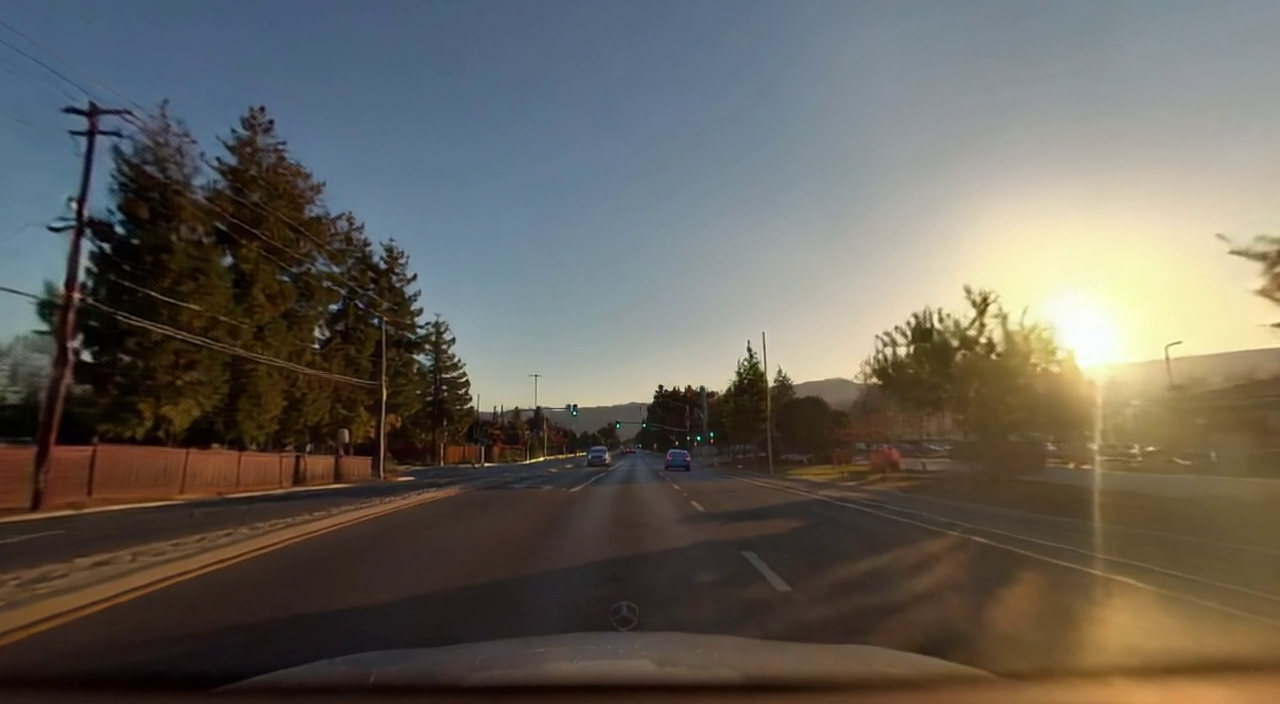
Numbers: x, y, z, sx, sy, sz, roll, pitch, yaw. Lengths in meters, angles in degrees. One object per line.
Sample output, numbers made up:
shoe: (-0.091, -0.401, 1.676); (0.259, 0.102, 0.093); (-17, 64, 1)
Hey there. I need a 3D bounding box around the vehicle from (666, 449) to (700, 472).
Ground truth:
vehicle: (2.965, 7.590, 44.322); (2.105, 1.490, 4.008); (0, -9, 0)
